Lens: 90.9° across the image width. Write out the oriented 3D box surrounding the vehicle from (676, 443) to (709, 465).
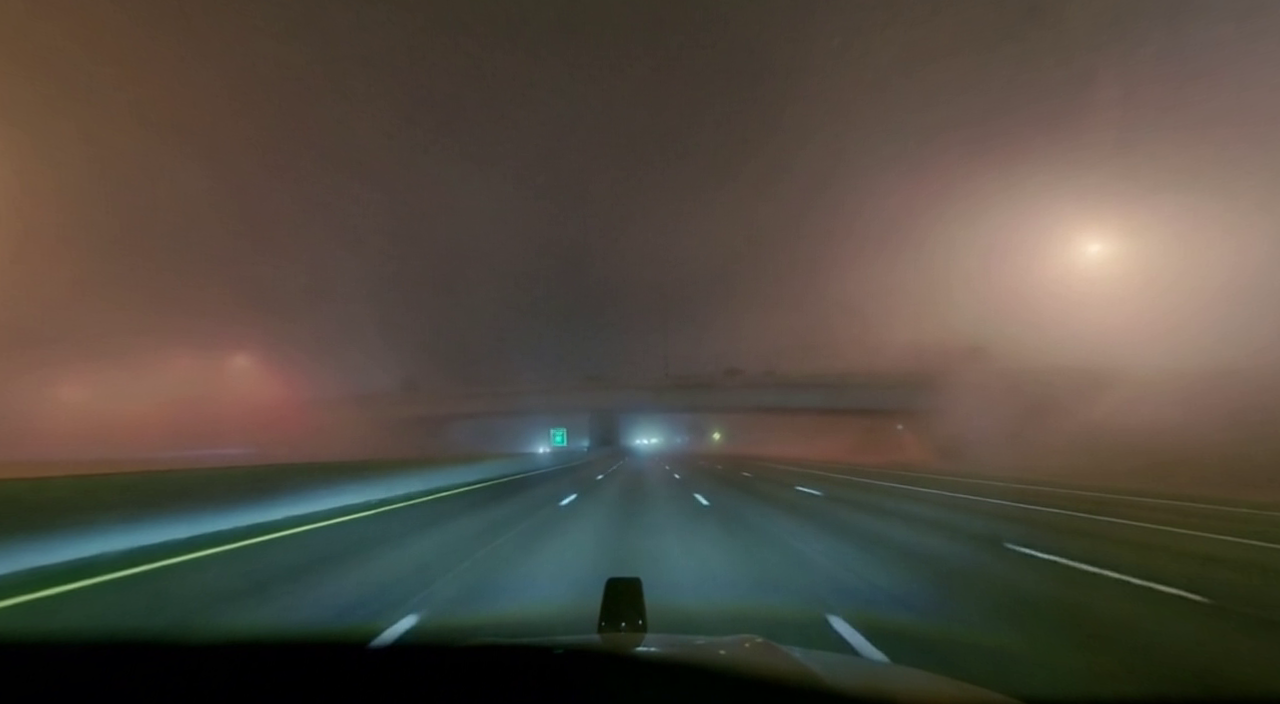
[{"bbox_3d":[3.895,7.618,47.344,1.949,1.515,4.374,0,-9,-1],"label":"vehicle"}]
